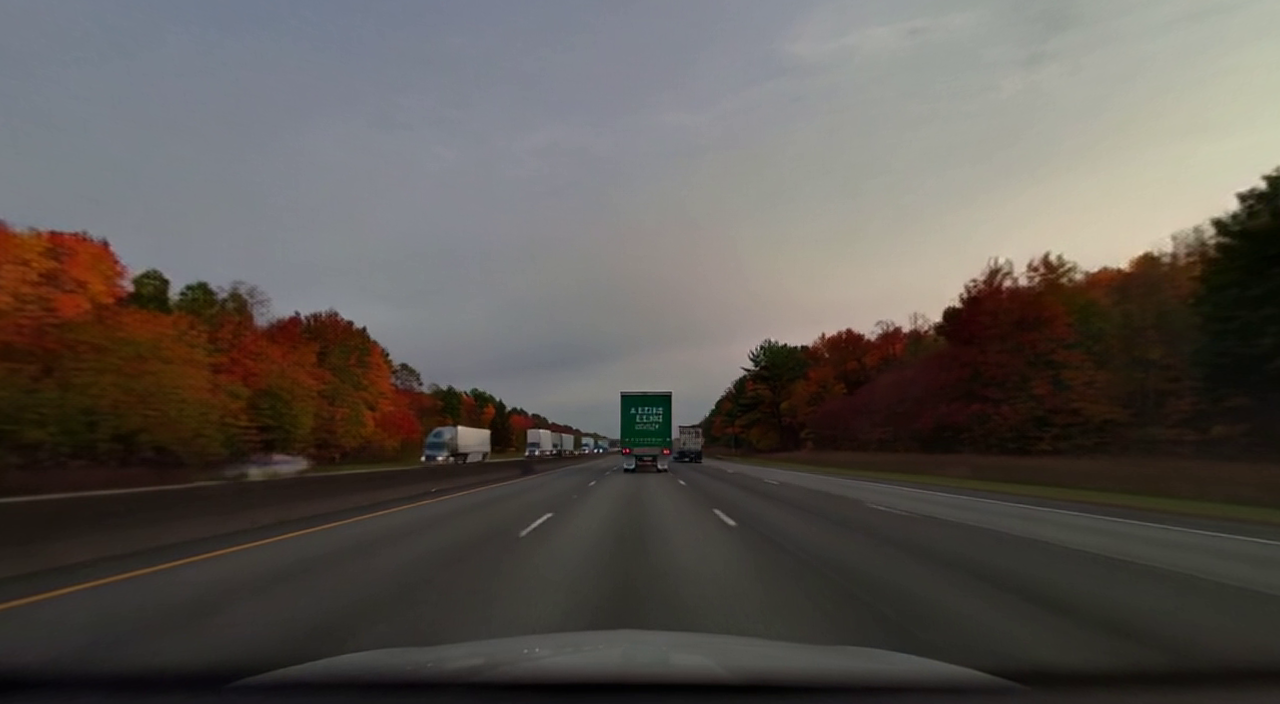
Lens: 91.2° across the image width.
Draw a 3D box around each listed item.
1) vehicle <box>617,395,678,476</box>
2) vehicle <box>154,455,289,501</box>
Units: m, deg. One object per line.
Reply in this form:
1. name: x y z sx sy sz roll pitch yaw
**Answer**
1. vehicle: 0.385 5.009 37.034 3.057 4.073 10.792 0 -9 0
2. vehicle: -15.934 4.797 24.242 1.948 1.509 4.648 0 -9 1
